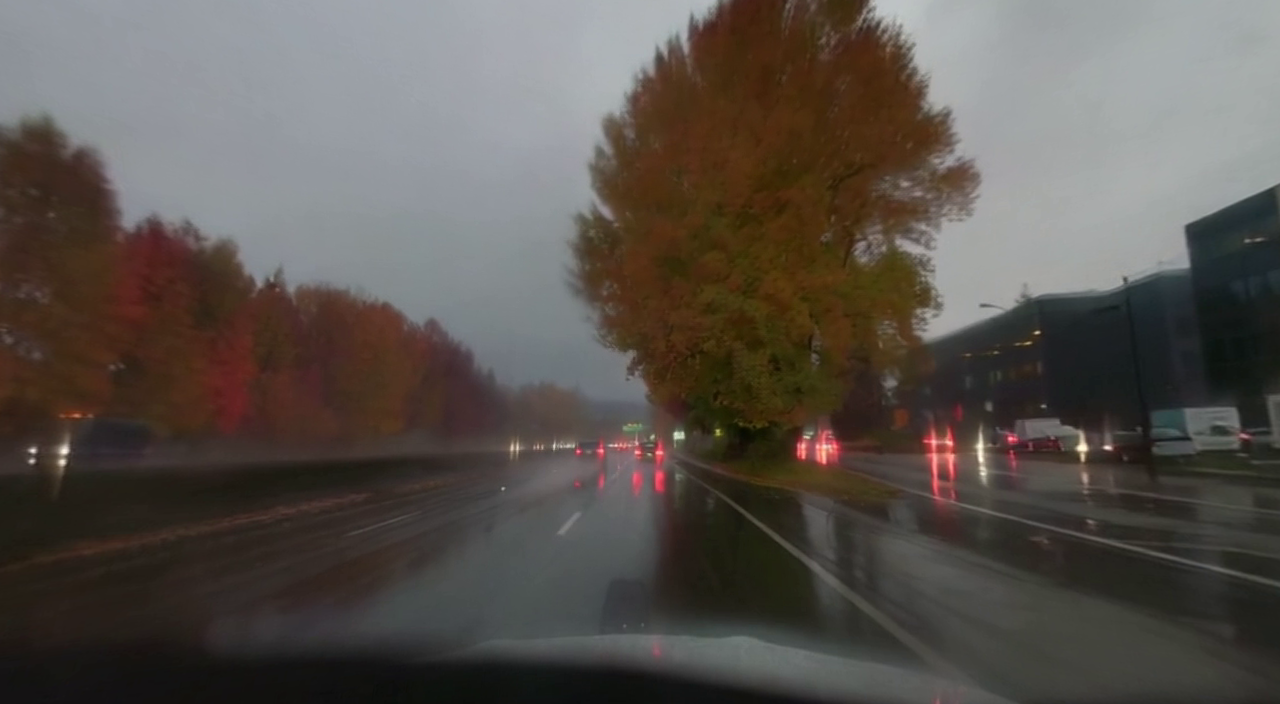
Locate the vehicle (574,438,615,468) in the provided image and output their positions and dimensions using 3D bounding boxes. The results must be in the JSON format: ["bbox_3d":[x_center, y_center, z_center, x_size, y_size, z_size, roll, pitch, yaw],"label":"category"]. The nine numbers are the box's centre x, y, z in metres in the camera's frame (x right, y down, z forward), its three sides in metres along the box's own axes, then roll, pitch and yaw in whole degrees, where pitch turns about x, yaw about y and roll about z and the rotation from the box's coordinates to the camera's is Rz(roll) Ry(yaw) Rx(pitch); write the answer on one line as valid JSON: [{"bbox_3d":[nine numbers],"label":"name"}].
[{"bbox_3d":[-2.725,6.125,38.455,2.197,1.709,4.069,0,-8,0],"label":"vehicle"}]

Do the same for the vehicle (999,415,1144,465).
[{"bbox_3d":[26.383,5.439,38.693,6.918,2.911,2.524,0,-9,-1],"label":"vehicle"}]

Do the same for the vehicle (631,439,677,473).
[{"bbox_3d":[0.624,4.956,30.261,2.040,1.493,3.682,0,-8,0],"label":"vehicle"}]

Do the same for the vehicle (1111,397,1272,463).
[{"bbox_3d":[22.935,3.360,26.475,4.440,2.545,2.105,-5,-10,25],"label":"vehicle"}]

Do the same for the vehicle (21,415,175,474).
[{"bbox_3d":[-30.744,5.314,36.227,2.376,2.995,7.095,0,-8,1],"label":"vehicle"}]
